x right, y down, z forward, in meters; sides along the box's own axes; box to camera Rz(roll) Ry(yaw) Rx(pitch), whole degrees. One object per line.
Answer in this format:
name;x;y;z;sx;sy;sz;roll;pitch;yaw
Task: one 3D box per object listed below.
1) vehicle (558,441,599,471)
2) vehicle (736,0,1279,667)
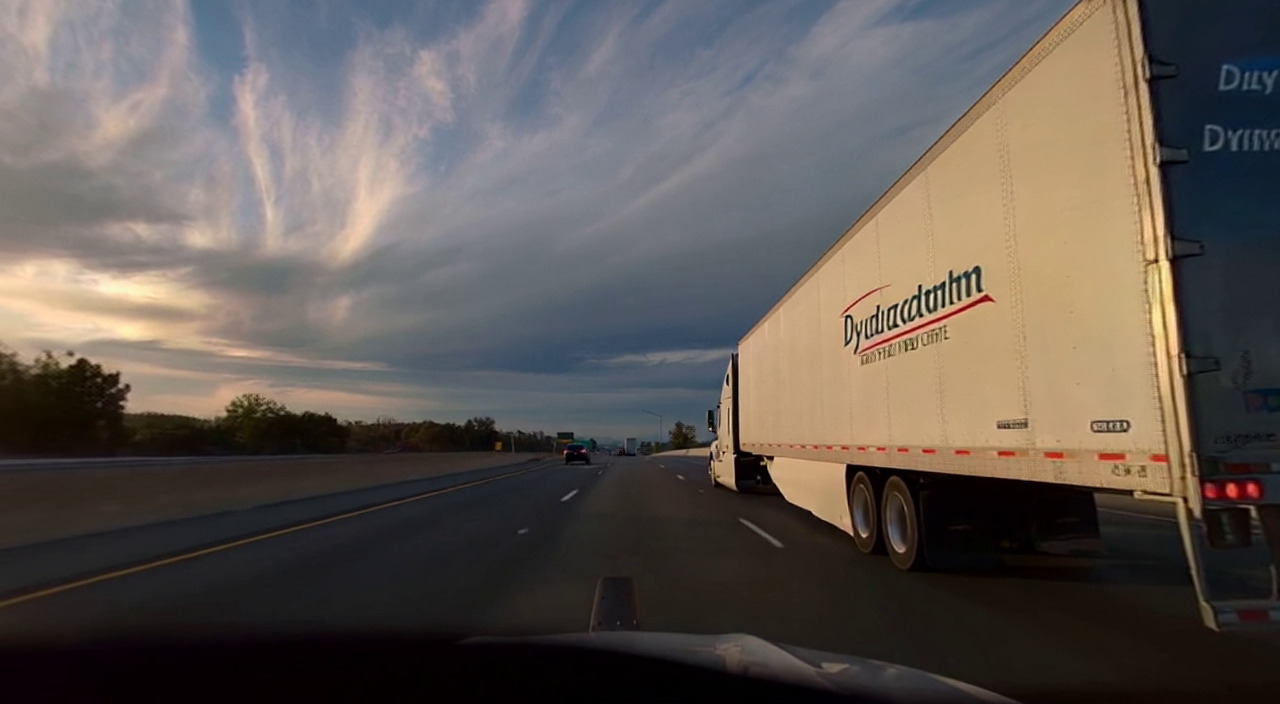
vehicle;-3.574;6.119;37.372;2.030;1.657;3.926;0;-8;0
vehicle;3.944;0.622;10.106;2.962;4.132;12.720;0;-8;1
